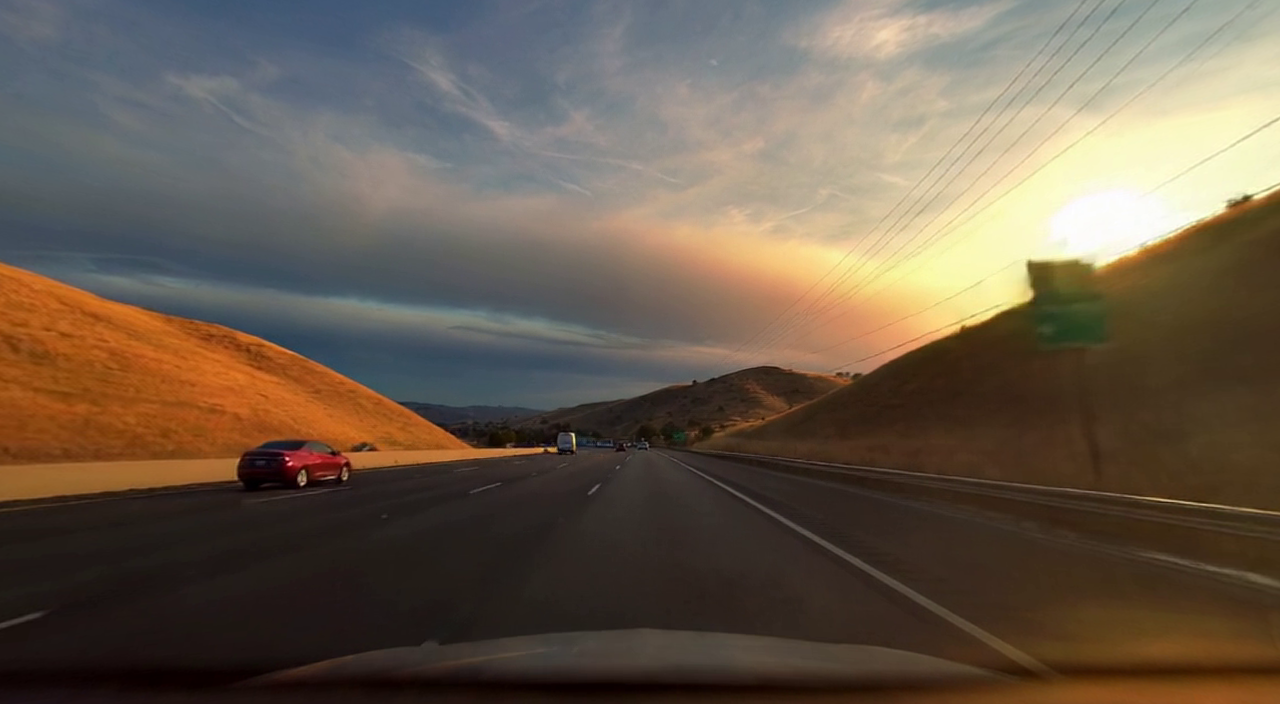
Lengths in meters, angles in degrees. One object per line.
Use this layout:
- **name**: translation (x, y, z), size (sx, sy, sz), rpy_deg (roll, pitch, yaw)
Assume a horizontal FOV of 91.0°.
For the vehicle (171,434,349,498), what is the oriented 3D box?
- **vehicle**: translation (-10.553, 3.182, 18.045), size (1.971, 1.558, 4.847), rpy_deg (0, -9, 1)
